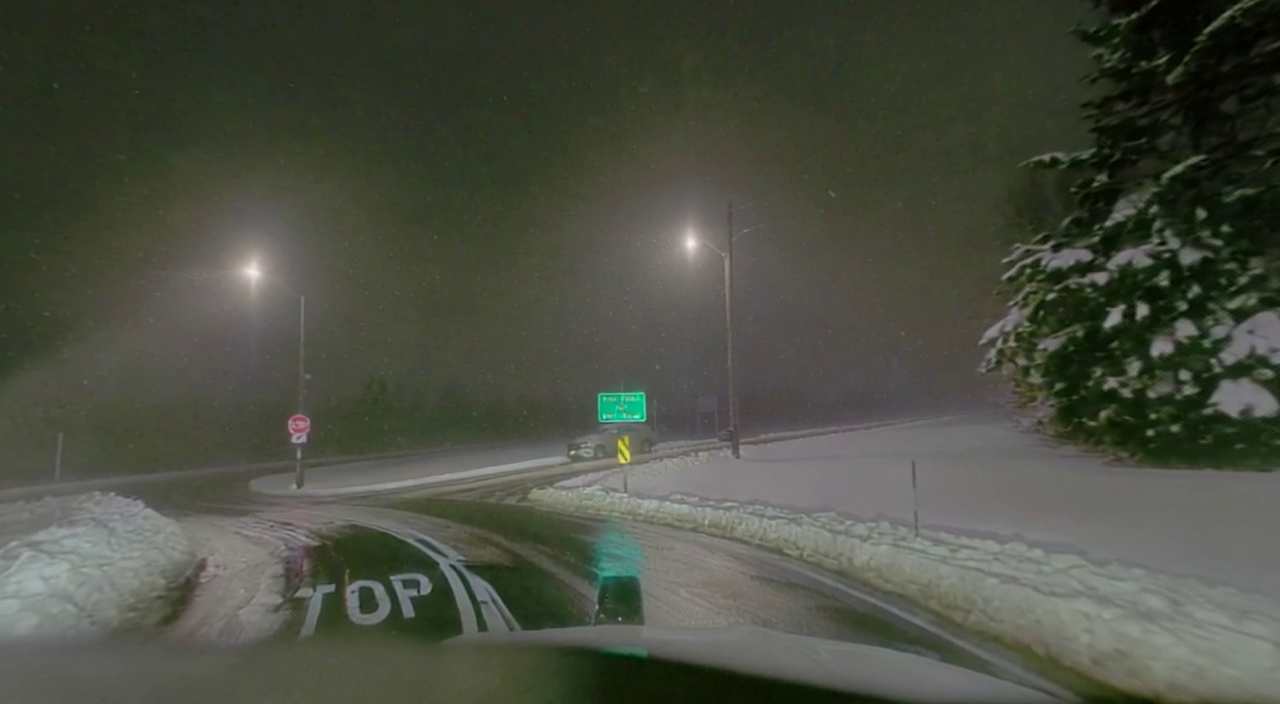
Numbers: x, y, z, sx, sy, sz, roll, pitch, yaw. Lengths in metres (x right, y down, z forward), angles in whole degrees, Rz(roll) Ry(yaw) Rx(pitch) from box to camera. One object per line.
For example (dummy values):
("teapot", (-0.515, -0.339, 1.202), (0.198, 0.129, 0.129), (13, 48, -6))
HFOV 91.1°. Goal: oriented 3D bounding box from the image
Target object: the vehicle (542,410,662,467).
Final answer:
("vehicle", (-1.425, 3.369, 24.794), (1.914, 1.574, 4.403), (-11, -6, 44))
